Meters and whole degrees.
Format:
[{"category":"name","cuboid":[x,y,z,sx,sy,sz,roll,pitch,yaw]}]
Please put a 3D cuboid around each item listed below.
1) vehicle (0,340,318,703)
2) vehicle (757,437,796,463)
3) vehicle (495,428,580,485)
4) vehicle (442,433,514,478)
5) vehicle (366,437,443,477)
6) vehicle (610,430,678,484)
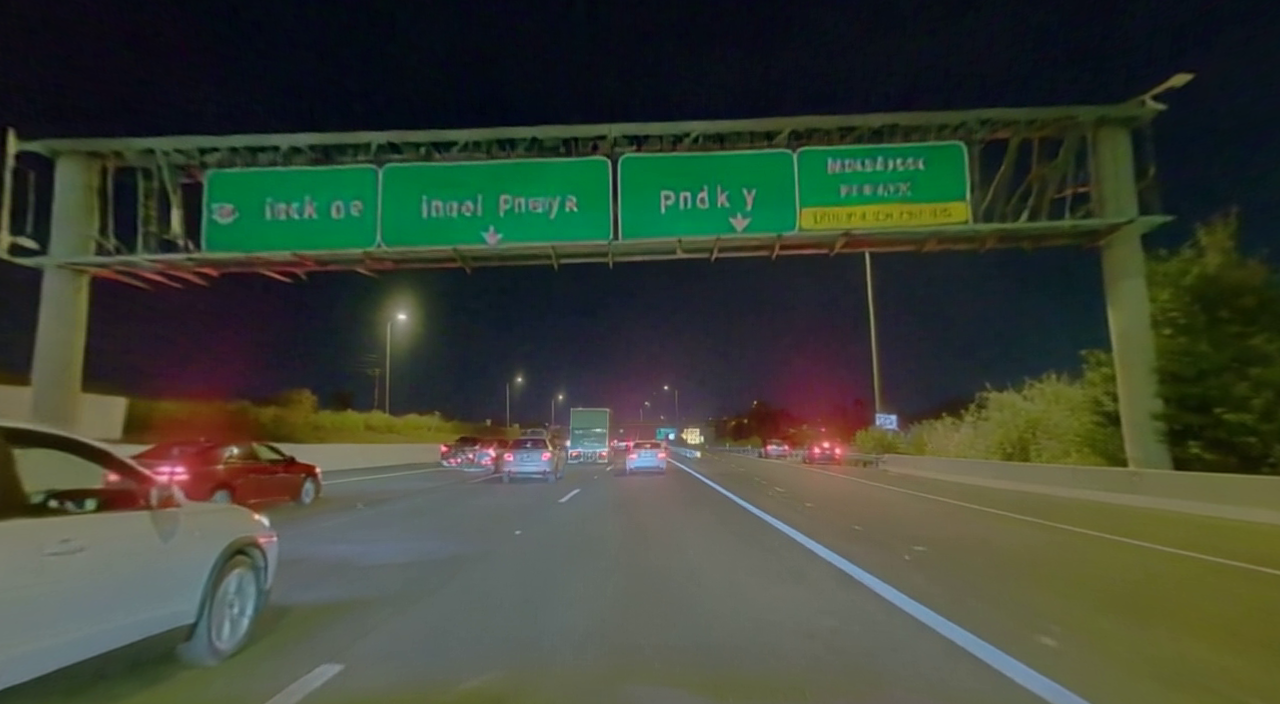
[{"category":"vehicle","cuboid":[-3.455,0.828,2.346,2.209,1.711,4.296,0,-8,0]},{"category":"vehicle","cuboid":[9.769,7.014,45.345,2.026,1.718,4.522,-1,-8,4]},{"category":"vehicle","cuboid":[-3.515,3.686,22.503,2.125,1.792,4.466,0,-8,2]},{"category":"vehicle","cuboid":[-6.978,4.498,27.647,1.998,1.770,4.222,0,-8,0]},{"category":"vehicle","cuboid":[-10.859,4.852,29.405,1.894,1.669,4.251,0,-8,0]},{"category":"vehicle","cuboid":[0.144,3.643,22.123,2.180,1.716,3.920,0,-8,1]}]
